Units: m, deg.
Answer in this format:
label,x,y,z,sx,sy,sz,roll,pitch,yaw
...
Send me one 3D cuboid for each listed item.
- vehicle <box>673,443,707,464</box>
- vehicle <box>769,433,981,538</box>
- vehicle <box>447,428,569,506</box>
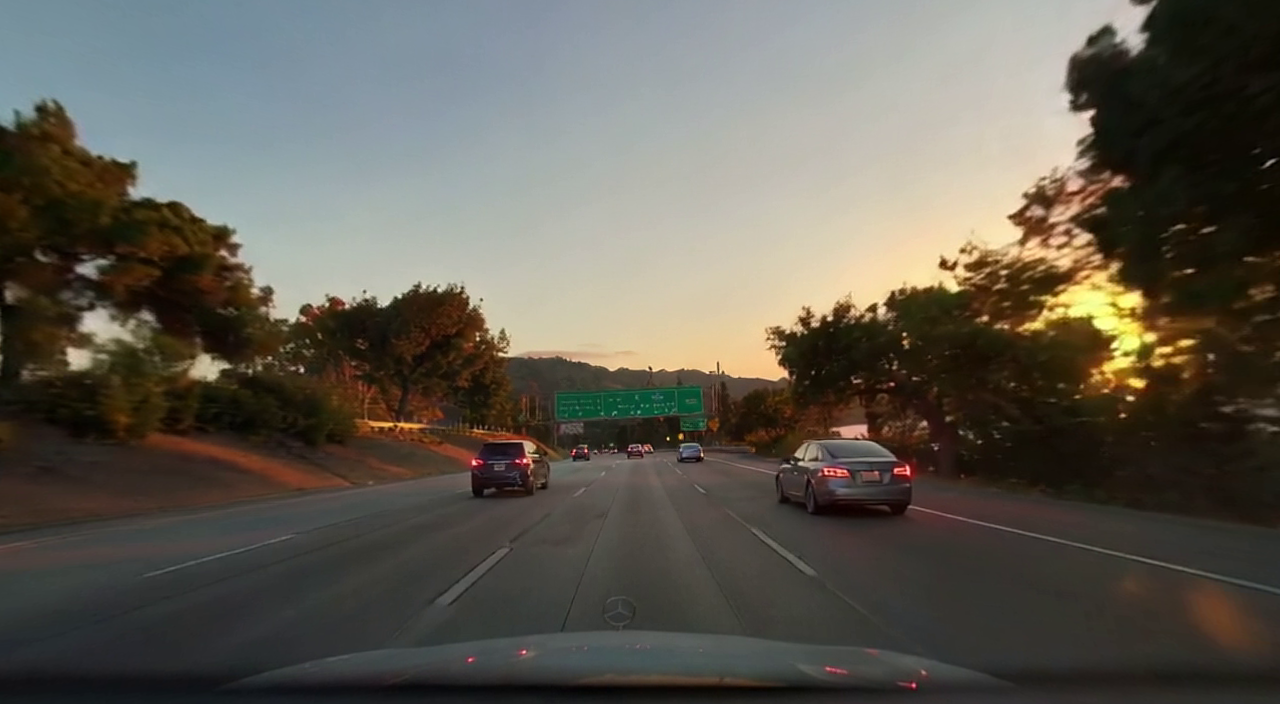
label,x,y,z,sx,sy,sz,roll,pitch,yaw
vehicle,3.512,7.200,44.961,2.021,1.447,3.985,0,-9,-1
vehicle,3.711,2.187,10.989,1.947,1.437,4.345,0,-9,-1
vehicle,-3.287,2.981,16.791,2.244,1.755,4.417,0,-9,1
